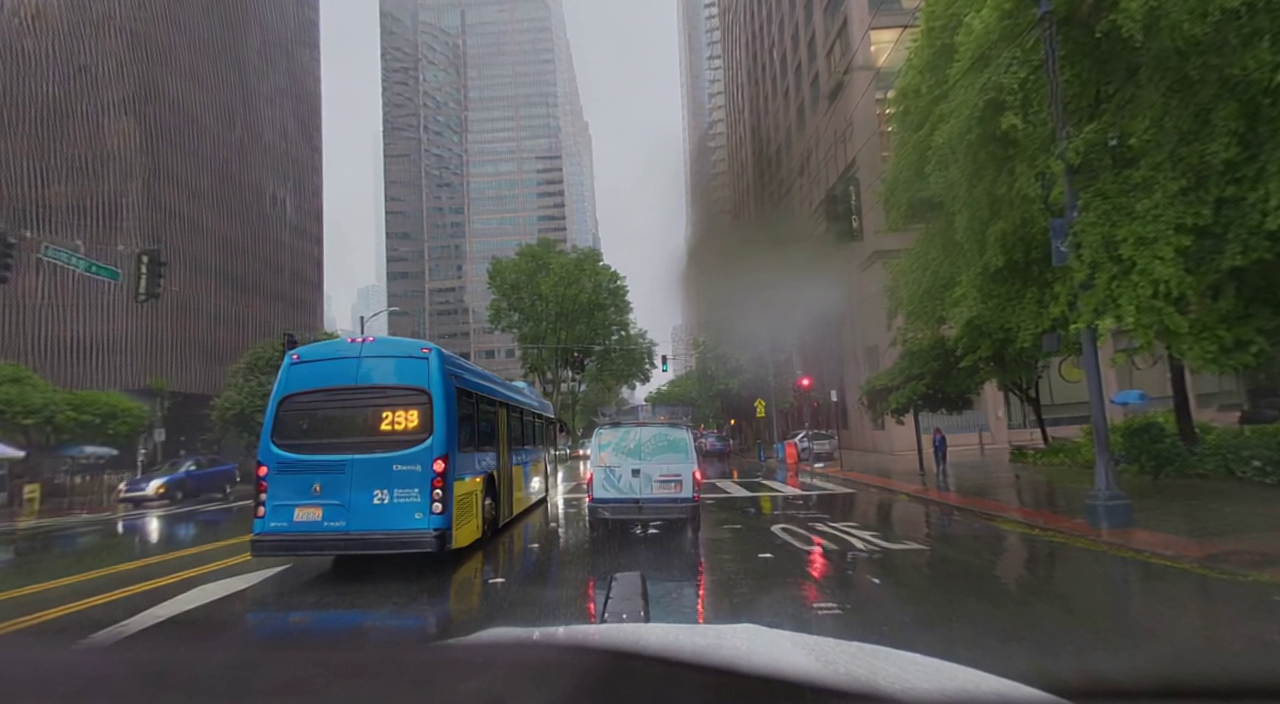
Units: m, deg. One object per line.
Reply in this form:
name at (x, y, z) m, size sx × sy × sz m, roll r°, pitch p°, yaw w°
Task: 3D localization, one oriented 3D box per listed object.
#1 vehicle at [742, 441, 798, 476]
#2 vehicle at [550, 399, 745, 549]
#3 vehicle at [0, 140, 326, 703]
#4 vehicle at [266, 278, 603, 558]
vehicle at (6.177, 5.100, 30.456) m, size 1.919 × 1.529 × 4.059 m, roll 0°, pitch -9°, yaw 1°
vehicle at (0.125, 1.901, 10.344) m, size 2.500 × 1.912 × 4.270 m, roll 0°, pitch -9°, yaw 1°
vehicle at (-2.755, 0.332, 0.234) m, size 2.329 × 2.089 × 5.659 m, roll 0°, pitch -9°, yaw 0°
vehicle at (-2.887, 1.789, 14.562) m, size 3.042 × 3.445 × 13.615 m, roll 0°, pitch -9°, yaw 1°
